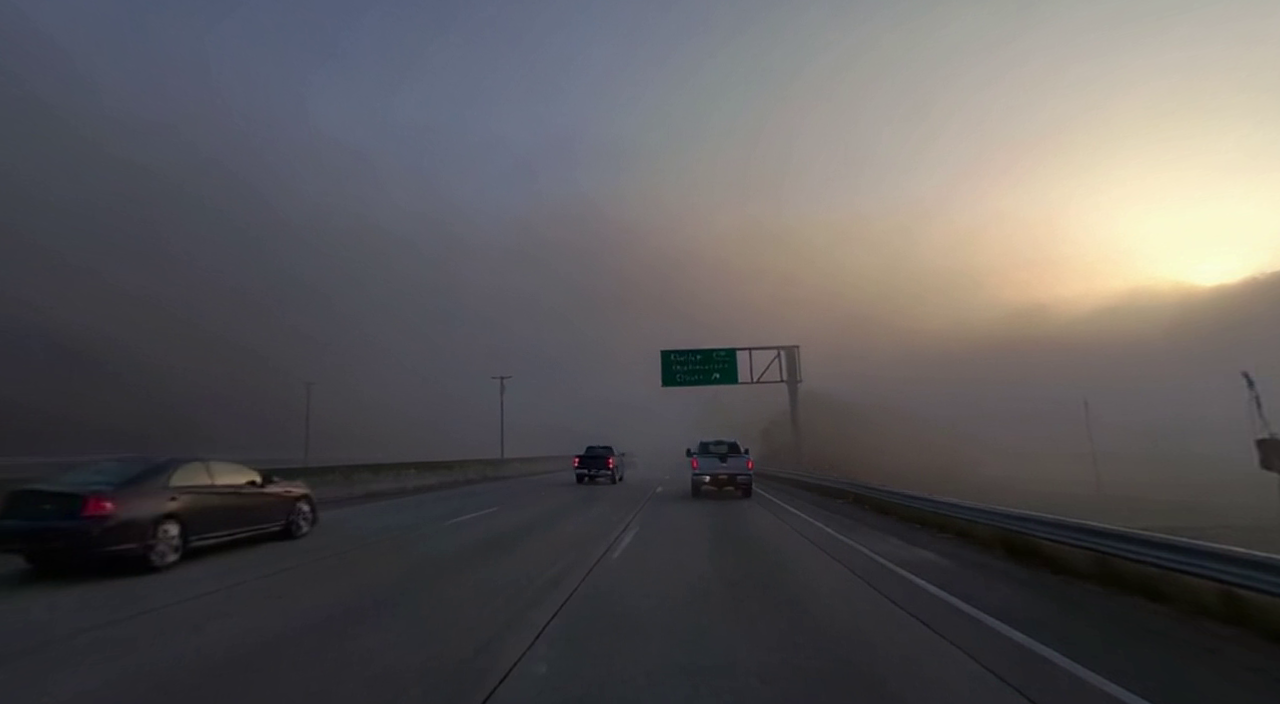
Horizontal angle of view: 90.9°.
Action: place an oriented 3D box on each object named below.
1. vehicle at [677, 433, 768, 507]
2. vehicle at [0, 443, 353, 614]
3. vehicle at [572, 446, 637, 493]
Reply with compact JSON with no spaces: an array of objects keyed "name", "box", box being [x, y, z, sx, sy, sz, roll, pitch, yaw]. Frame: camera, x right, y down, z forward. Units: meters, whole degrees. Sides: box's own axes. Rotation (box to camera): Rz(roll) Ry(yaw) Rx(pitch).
[{"name":"vehicle","box":[2.236,3.384,18.680,2.229,1.837,5.387,-1,-9,3]},{"name":"vehicle","box":[-6.001,1.967,8.169,2.109,1.530,4.646,-1,-9,4]},{"name":"vehicle","box":[-1.240,4.350,23.772,1.959,1.604,4.065,-1,-9,3]}]
